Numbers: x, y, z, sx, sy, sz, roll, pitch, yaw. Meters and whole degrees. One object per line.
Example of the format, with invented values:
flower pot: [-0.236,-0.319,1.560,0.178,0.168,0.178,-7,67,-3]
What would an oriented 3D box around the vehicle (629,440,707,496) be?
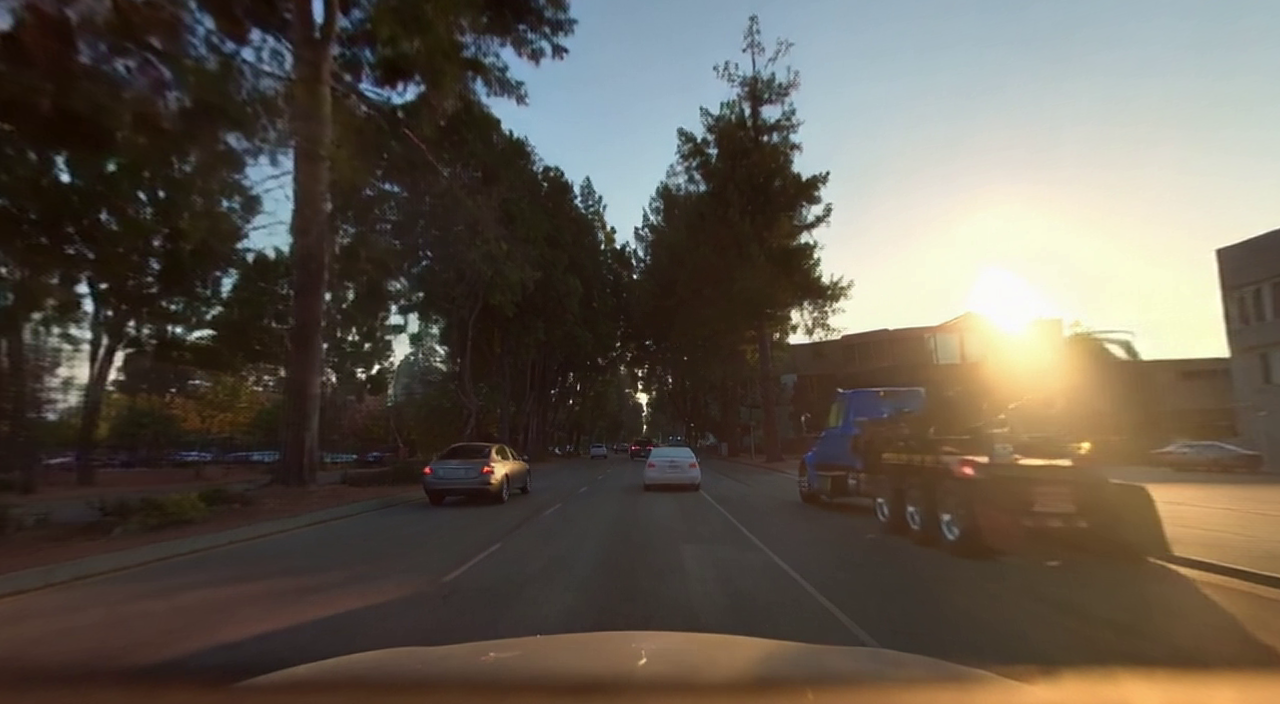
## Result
vehicle: [0.844,3.428,18.967,2.086,1.466,4.026,0,-9,3]

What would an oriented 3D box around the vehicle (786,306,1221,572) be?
vehicle: [5.453,1.671,12.201,3.089,3.258,8.841,0,-8,0]

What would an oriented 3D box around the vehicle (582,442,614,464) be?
vehicle: [-3.200,7.871,49.064,2.062,1.641,4.193,0,-9,2]

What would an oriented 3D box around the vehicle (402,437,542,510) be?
vehicle: [-3.885,2.901,15.576,2.003,1.507,4.808,0,-9,2]
